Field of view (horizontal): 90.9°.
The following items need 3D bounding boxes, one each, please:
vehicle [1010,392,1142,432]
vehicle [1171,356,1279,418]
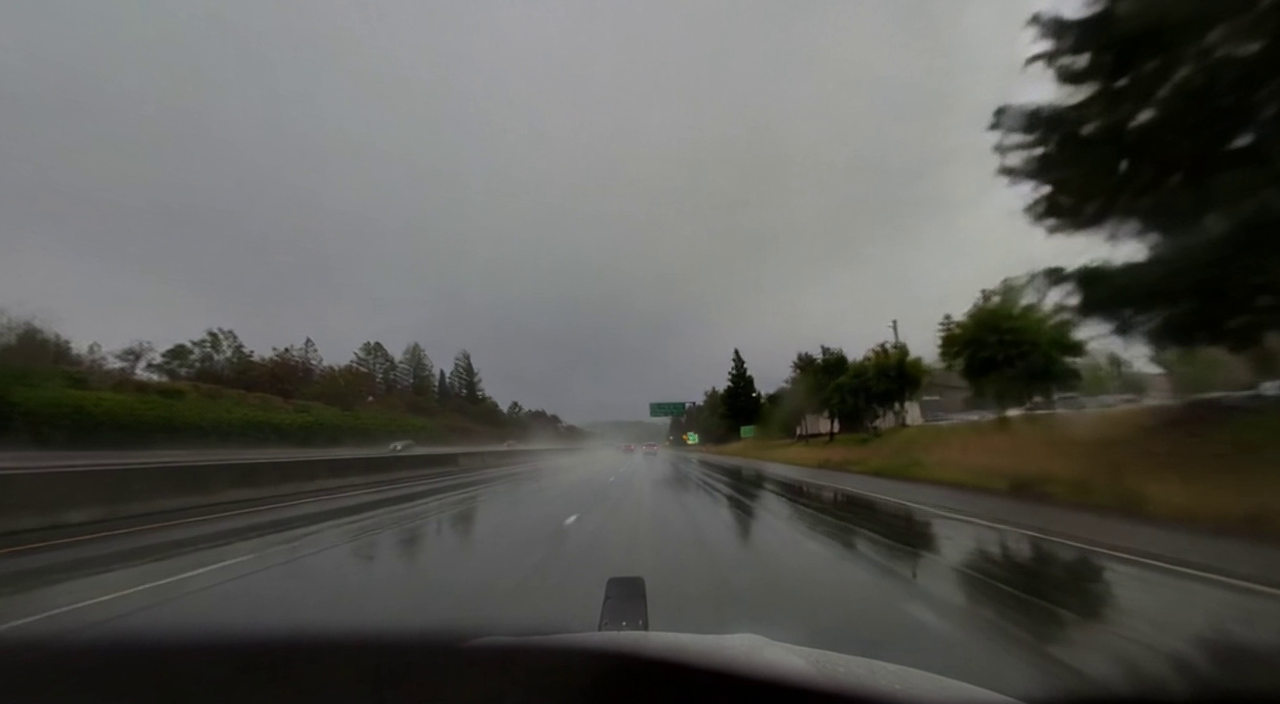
[{"bbox_3d":[18.514,2.619,27.070,4.331,1.505,1.792,-4,-9,26],"label":"vehicle"},{"bbox_3d":[18.082,0.974,17.774,4.366,1.571,1.844,-5,-9,28],"label":"vehicle"}]
